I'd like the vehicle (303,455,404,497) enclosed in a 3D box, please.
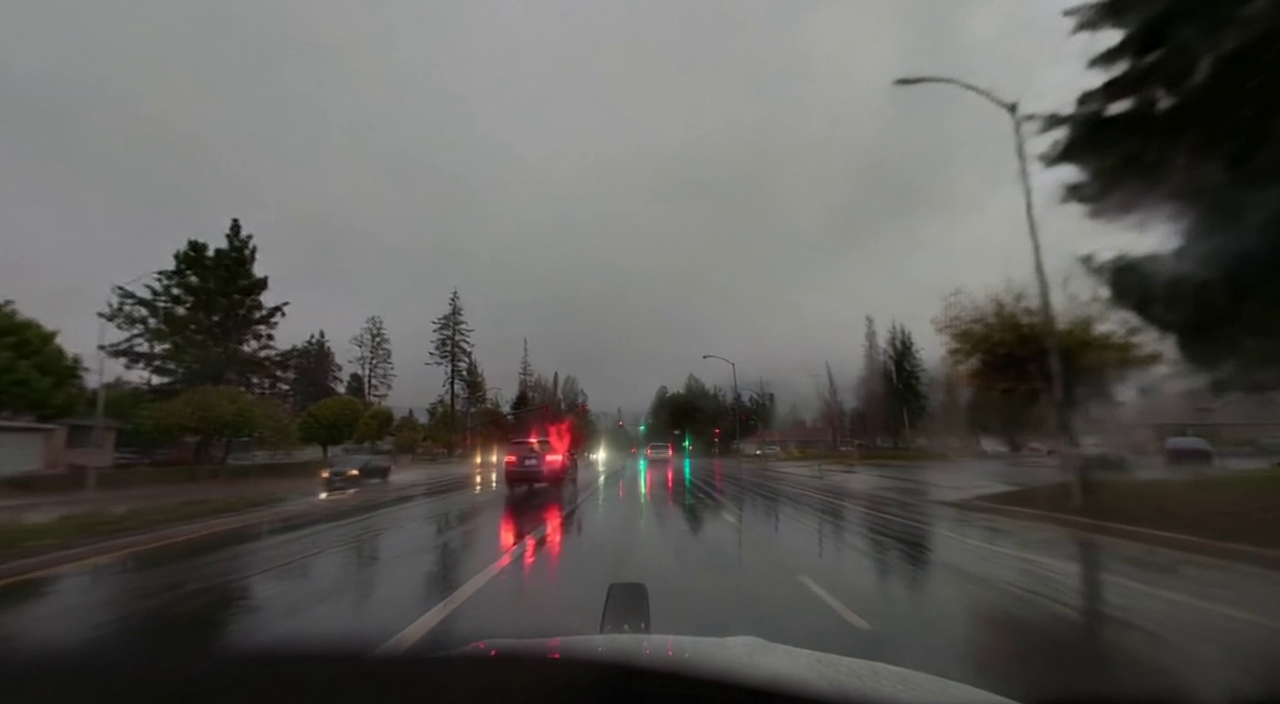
[{"bbox_3d":[-11.692,5.052,26.116,1.952,1.500,4.543,0,-9,1],"label":"vehicle"}]

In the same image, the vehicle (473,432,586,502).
[{"bbox_3d":[-3.134,3.442,19.328,2.459,1.825,5.380,0,-9,0],"label":"vehicle"}]

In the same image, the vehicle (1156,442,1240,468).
[{"bbox_3d":[35.007,6.480,39.672,1.719,1.506,3.878,0,-9,2],"label":"vehicle"}]
